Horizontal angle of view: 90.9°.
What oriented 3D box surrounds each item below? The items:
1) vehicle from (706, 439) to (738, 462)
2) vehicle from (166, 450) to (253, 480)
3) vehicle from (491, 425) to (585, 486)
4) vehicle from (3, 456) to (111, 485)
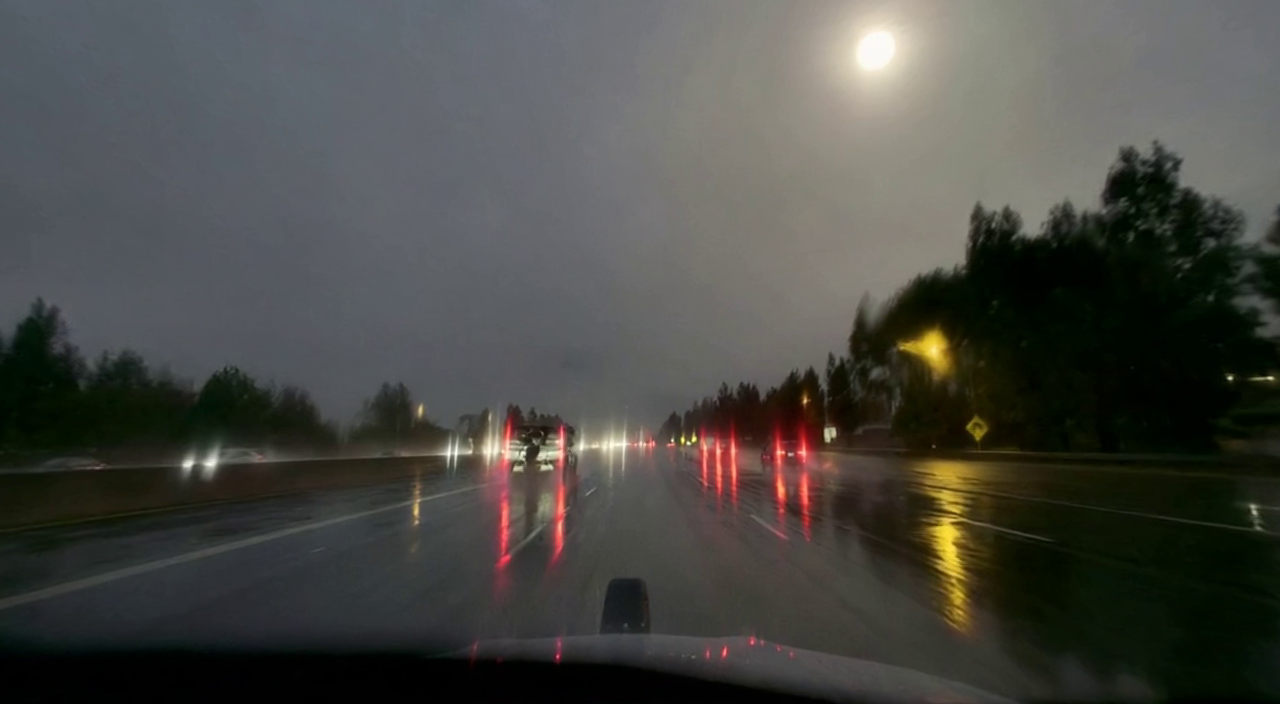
[{"bbox_3d":[6.427,7.747,49.642,2.063,1.706,4.259,0,-8,1],"label":"vehicle"},{"bbox_3d":[-24.962,6.552,36.775,1.864,1.600,4.467,0,-8,1],"label":"vehicle"},{"bbox_3d":[-3.567,3.771,23.275,2.453,1.952,5.320,0,-8,2],"label":"vehicle"},{"bbox_3d":[-34.556,7.011,37.560,1.896,1.474,4.657,0,-8,2],"label":"vehicle"}]
